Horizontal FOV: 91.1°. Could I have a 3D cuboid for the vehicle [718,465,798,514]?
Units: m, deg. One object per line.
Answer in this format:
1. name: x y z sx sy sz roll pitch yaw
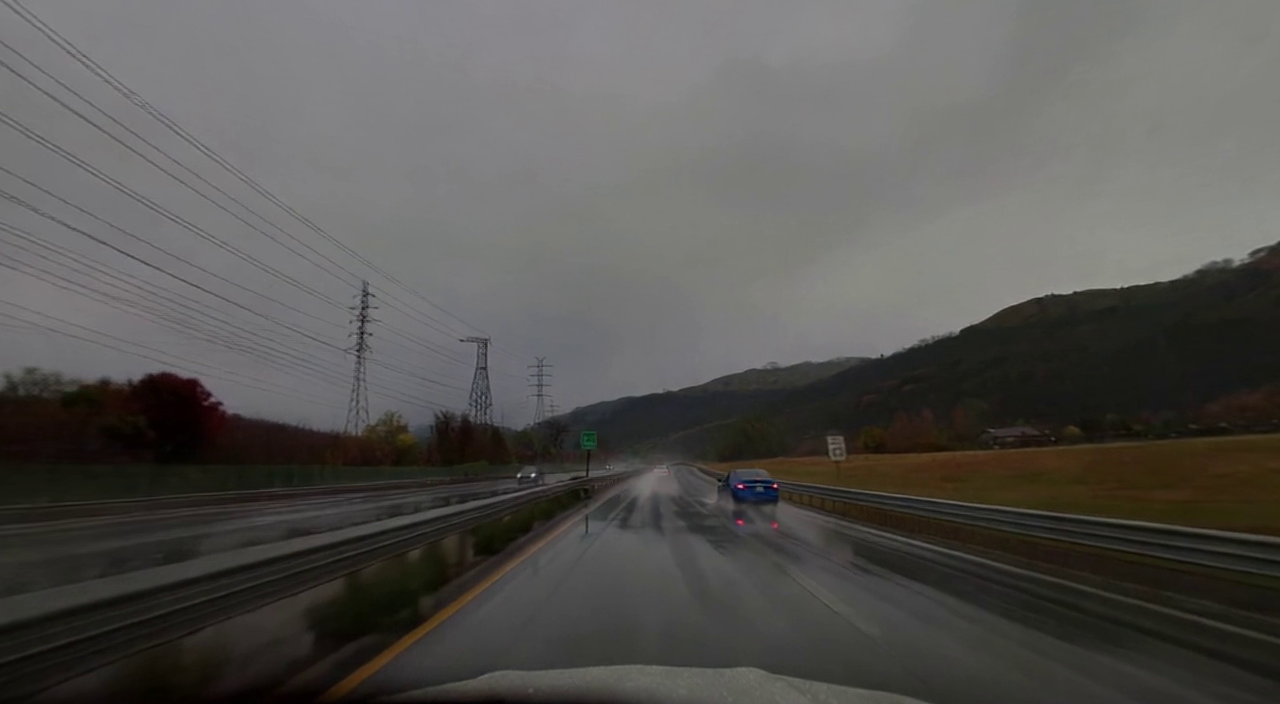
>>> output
1. vehicle: 4.043 4.798 22.187 1.985 1.521 3.904 1 -10 -1
